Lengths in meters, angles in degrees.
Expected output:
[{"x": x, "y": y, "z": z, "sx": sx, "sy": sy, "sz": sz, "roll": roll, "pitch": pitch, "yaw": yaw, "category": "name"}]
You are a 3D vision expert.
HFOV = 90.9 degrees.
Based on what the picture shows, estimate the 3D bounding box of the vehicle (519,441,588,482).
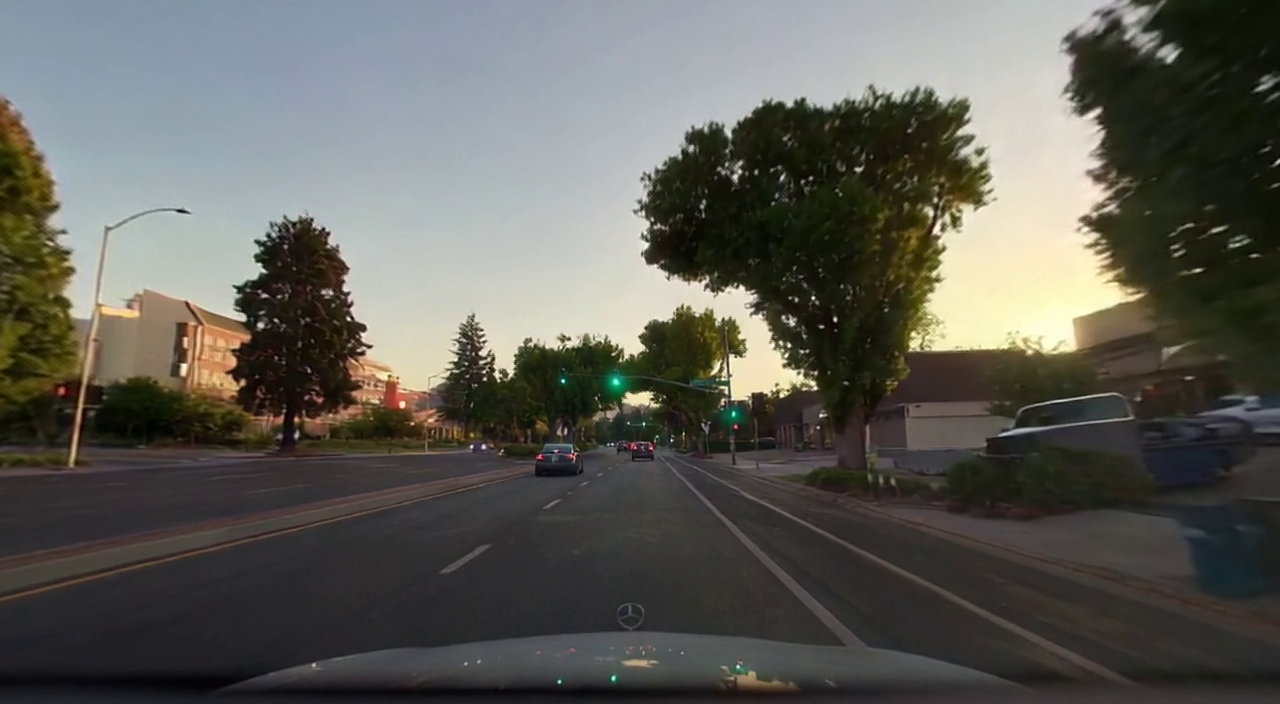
[{"x": -3.337, "y": 4.319, "z": 25.272, "sx": 2.015, "sy": 1.470, "sz": 4.458, "roll": 0, "pitch": -8, "yaw": 2, "category": "vehicle"}]

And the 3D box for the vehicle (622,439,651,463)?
[{"x": -0.250, "y": 7.658, "z": 48.954, "sx": 2.153, "sy": 1.764, "sz": 4.047, "roll": 0, "pitch": -8, "yaw": 0, "category": "vehicle"}]
